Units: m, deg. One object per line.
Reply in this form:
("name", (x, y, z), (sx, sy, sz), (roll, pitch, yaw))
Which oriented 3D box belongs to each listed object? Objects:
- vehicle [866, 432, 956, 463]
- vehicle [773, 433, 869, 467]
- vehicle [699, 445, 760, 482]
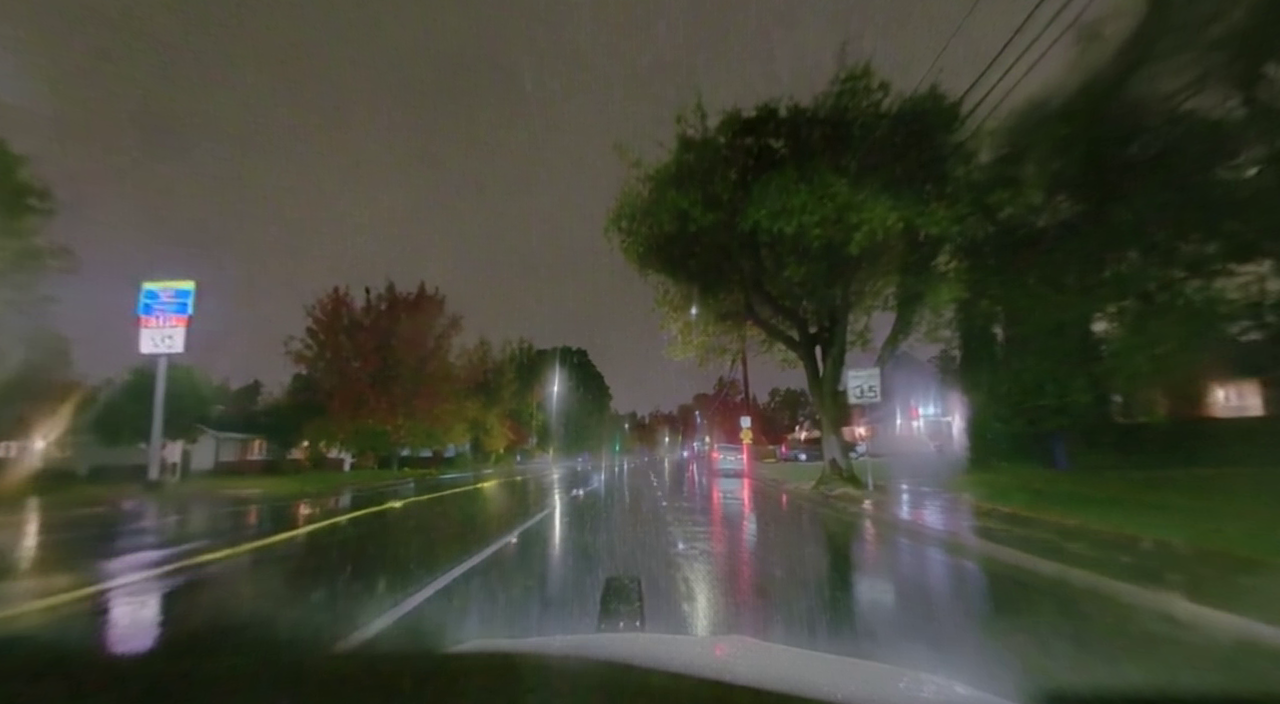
("vehicle", (15.578, 5.498, 36.527), (4.290, 1.717, 2.013), (-1, -9, 7))
("vehicle", (11.322, 6.164, 39.803), (5.369, 1.860, 2.163), (-3, -9, 5))
("vehicle", (3.948, 4.990, 28.675), (2.080, 1.503, 4.821), (0, -9, 1))
